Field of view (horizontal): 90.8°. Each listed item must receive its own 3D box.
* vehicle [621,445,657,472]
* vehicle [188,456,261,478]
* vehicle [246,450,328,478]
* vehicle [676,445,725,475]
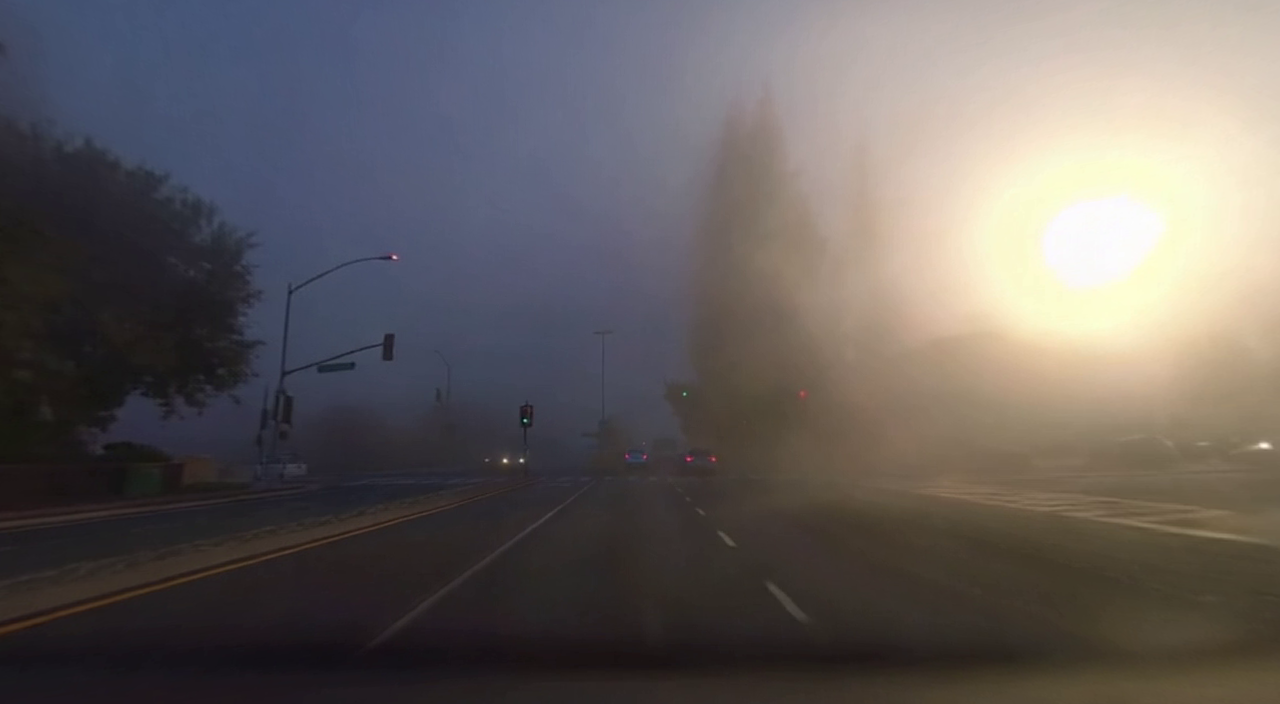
[{"bbox_3d":[-0.073,6.262,37.437,2.018,1.511,3.993,0,-8,0],"label":"vehicle"},{"bbox_3d":[-31.716,8.801,48.249,4.427,1.572,1.759,-1,-8,5],"label":"vehicle"},{"bbox_3d":[-25.113,8.004,45.073,4.634,1.840,2.025,-1,-10,2],"label":"vehicle"},{"bbox_3d":[3.124,5.661,33.455,2.057,1.496,4.401,0,-8,-1],"label":"vehicle"}]
